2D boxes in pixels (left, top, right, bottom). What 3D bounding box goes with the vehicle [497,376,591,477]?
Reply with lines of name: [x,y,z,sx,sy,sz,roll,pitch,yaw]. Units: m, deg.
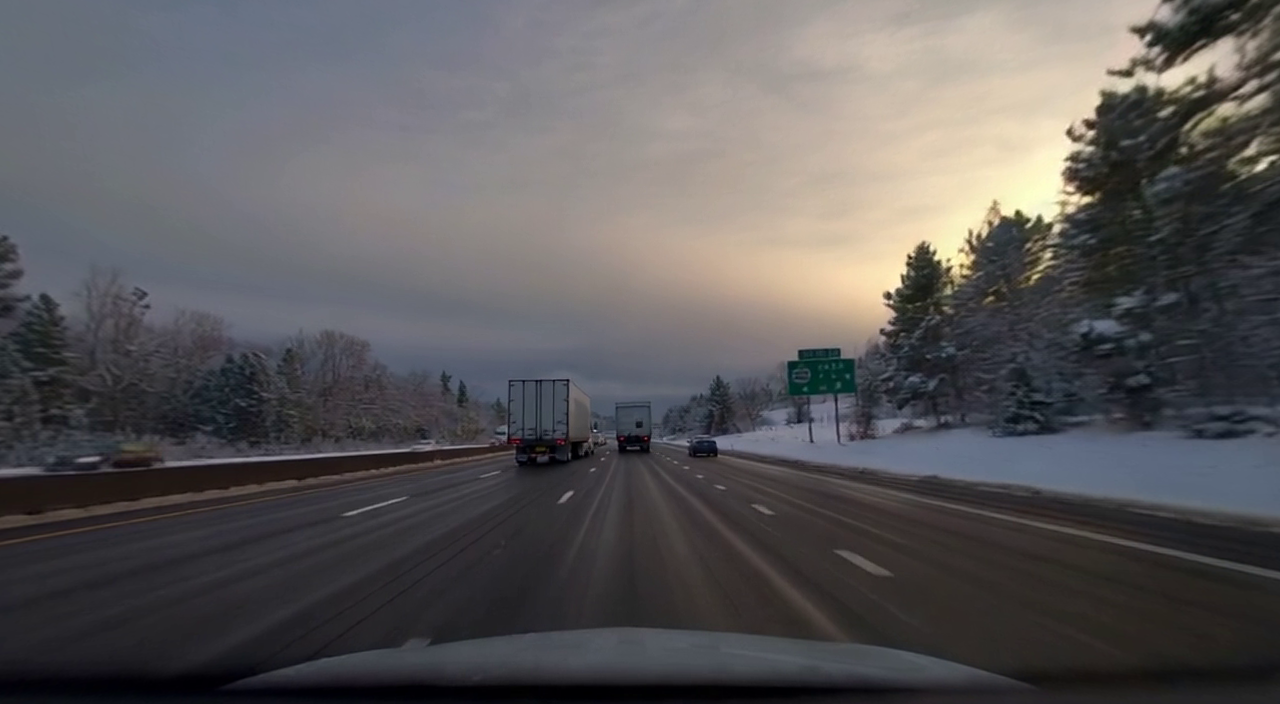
vehicle: [-3.528,3.021,24.904,2.728,3.405,7.096,0,-8,-1]

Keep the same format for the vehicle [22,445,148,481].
vehicle: [-25.824,5.156,29.554,1.865,1.513,4.480,0,-8,-1]

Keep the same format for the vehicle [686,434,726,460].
vehicle: [3.933,5.672,37.815,1.891,1.477,3.599,0,-8,-2]
